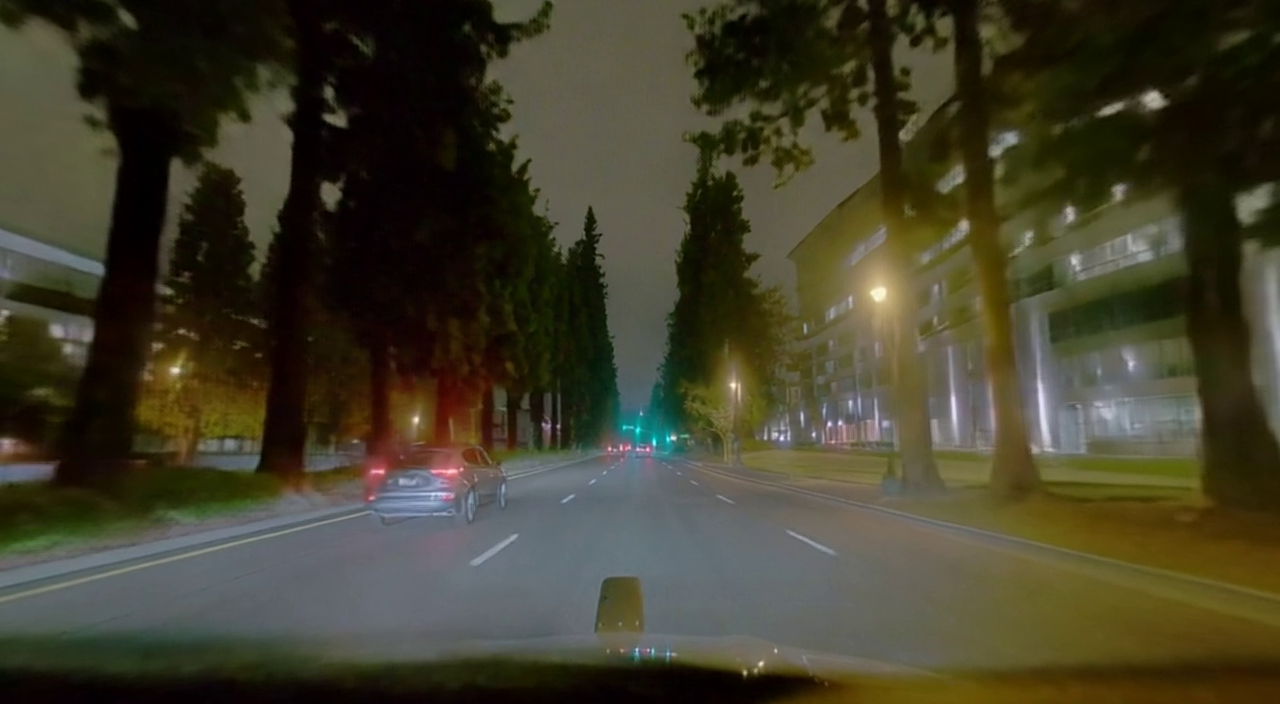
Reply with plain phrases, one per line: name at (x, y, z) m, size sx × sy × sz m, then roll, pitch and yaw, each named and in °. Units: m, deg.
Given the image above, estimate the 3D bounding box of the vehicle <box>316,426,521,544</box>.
vehicle at (-3.410, 2.128, 10.732) m, size 1.942 × 1.588 × 4.172 m, roll 0°, pitch -9°, yaw 0°
